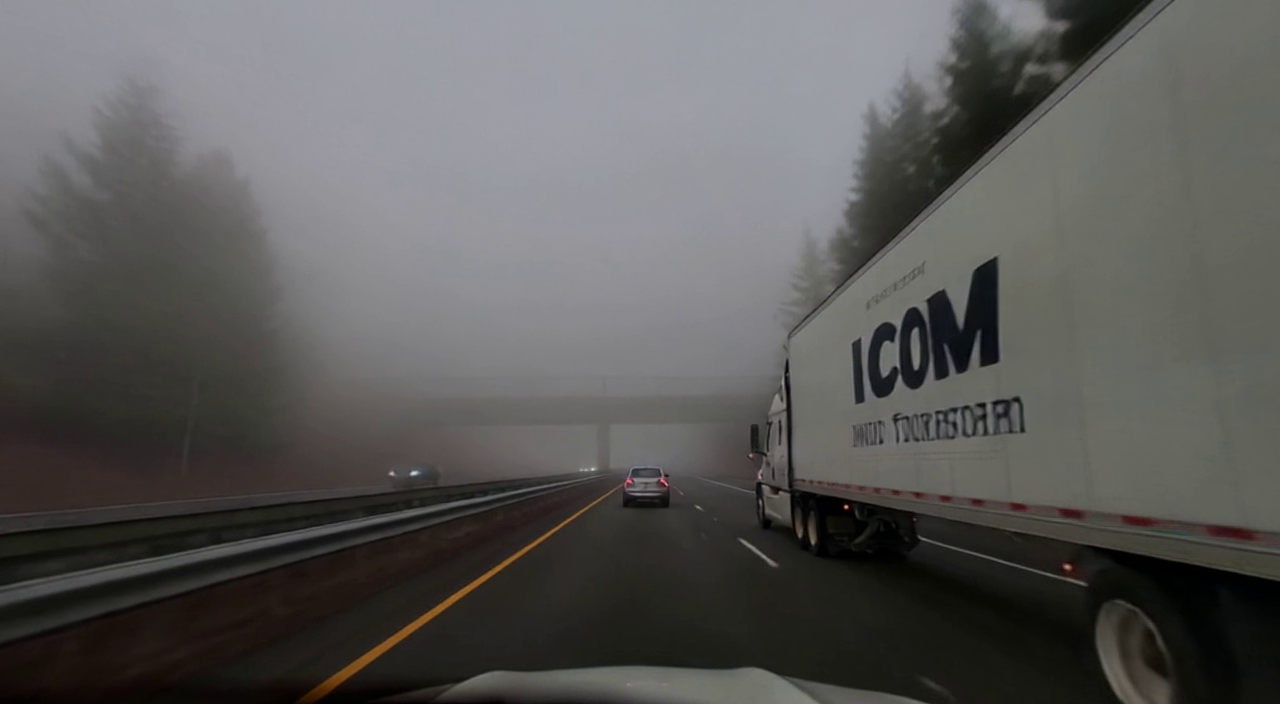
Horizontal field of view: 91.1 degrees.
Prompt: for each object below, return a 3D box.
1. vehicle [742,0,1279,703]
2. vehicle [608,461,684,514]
[{"bbox_3d":[4.396,1.270,9.585,2.964,4.188,16.587,1,-10,0],"label":"vehicle"},{"bbox_3d":[0.212,4.203,19.761,2.156,1.444,3.762,1,-10,1],"label":"vehicle"}]
